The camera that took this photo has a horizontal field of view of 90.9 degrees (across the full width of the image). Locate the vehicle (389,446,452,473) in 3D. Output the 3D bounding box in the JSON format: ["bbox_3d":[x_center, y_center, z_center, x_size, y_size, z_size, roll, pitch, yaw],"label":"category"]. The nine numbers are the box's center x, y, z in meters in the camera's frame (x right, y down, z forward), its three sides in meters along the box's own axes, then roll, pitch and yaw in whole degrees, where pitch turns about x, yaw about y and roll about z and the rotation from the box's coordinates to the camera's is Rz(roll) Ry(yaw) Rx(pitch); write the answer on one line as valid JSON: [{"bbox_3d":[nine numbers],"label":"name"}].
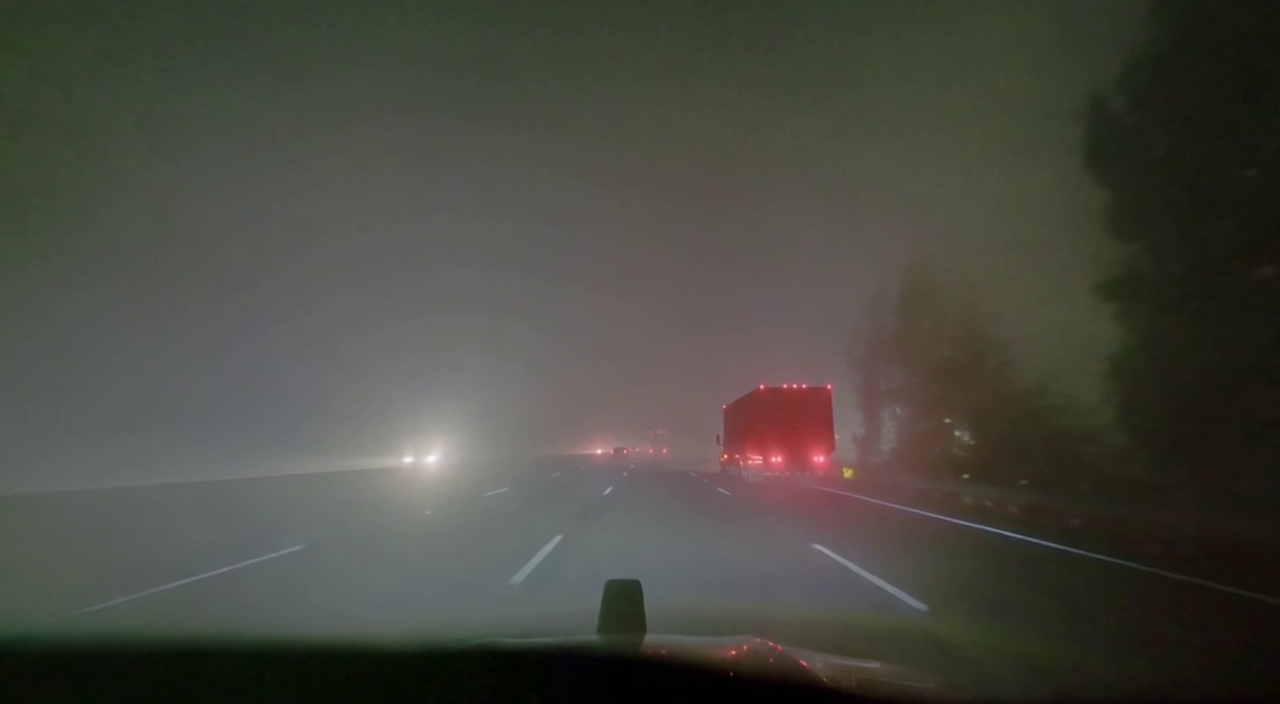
[{"bbox_3d":[-13.207,6.474,38.203,2.077,1.541,4.507,0,-8,2],"label":"vehicle"}]
